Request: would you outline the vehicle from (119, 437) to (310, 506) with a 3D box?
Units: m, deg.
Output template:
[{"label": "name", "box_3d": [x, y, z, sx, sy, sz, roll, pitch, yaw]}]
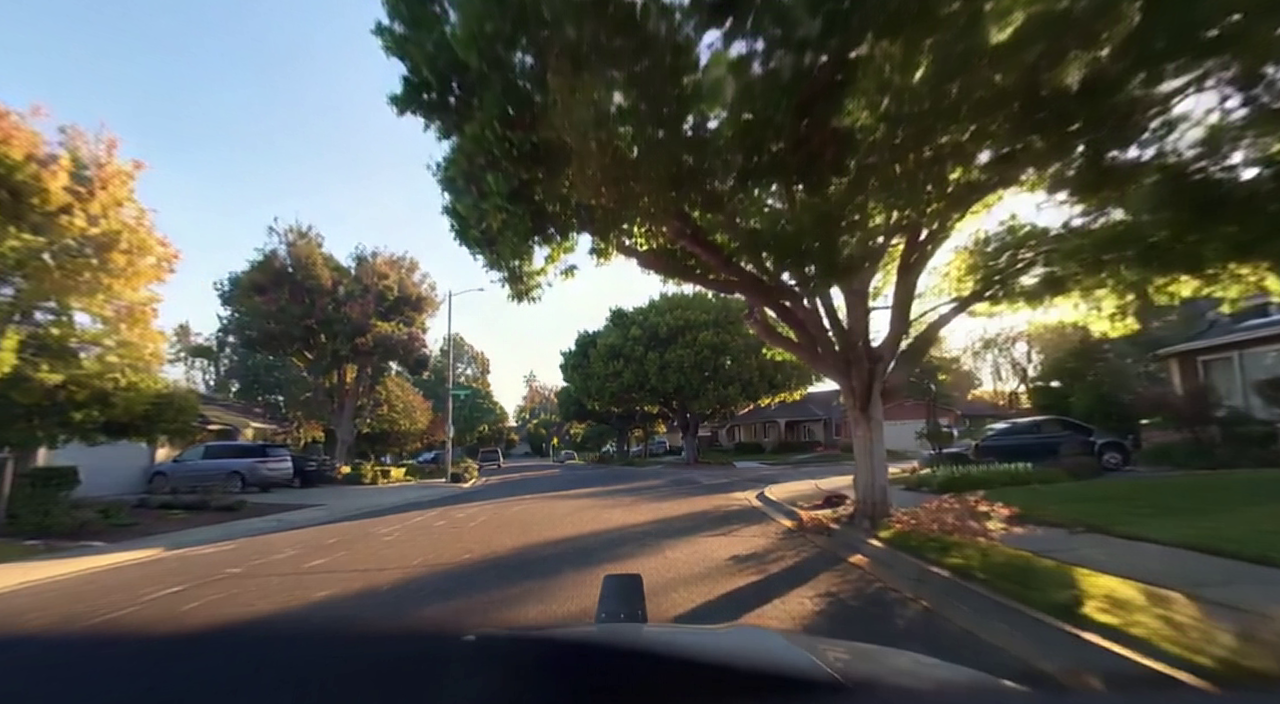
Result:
[{"label": "vehicle", "box_3d": [-14.756, 4.186, 22.302, 5.045, 1.835, 2.315, -3, -10, -12]}]
